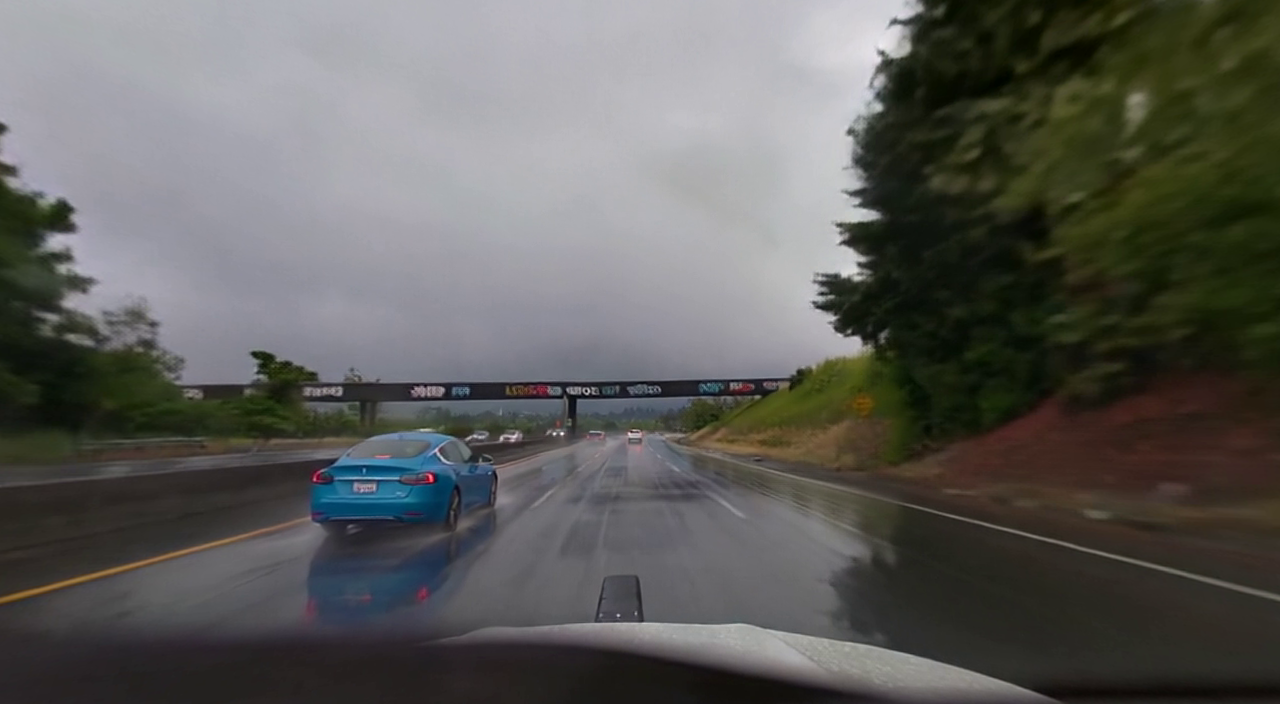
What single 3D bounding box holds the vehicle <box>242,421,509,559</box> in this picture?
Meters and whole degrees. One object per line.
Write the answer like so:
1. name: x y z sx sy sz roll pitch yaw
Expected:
1. vehicle: -3.505 1.899 9.552 2.108 1.555 4.574 0 -8 -1
